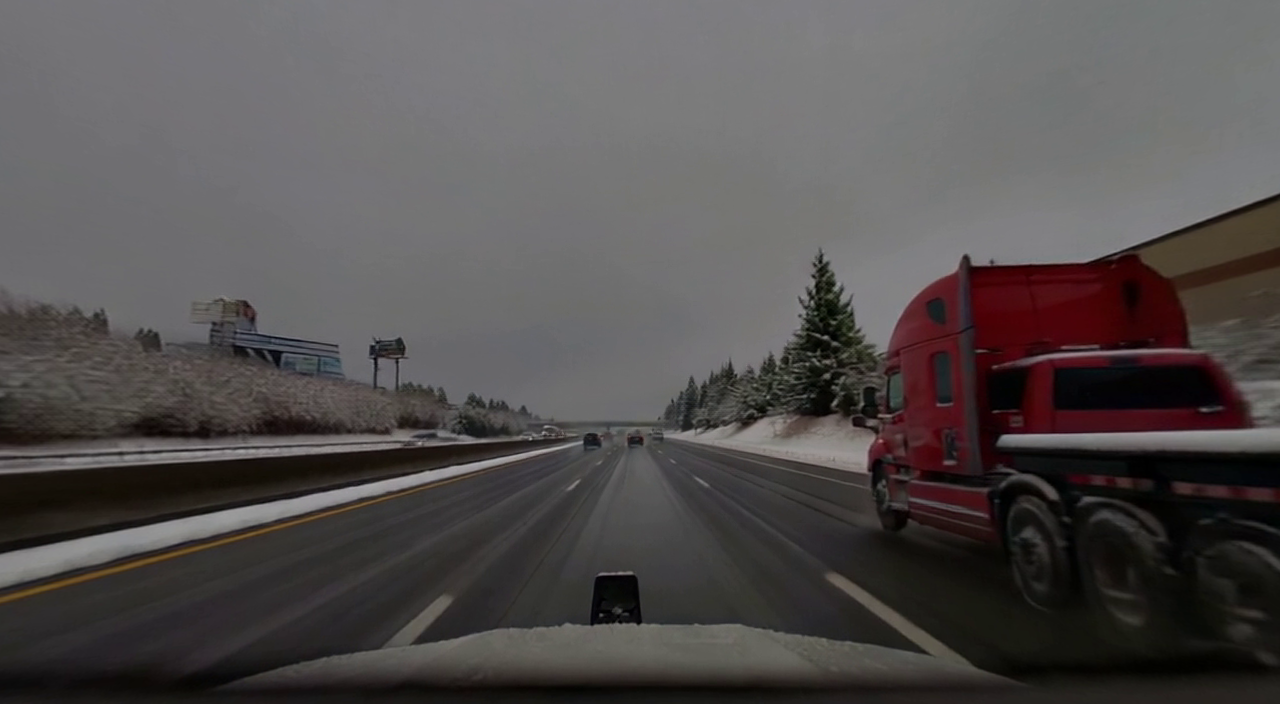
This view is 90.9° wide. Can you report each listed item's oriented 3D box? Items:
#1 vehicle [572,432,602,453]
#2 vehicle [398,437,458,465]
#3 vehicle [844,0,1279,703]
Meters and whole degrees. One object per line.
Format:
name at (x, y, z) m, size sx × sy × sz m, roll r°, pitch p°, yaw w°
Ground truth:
vehicle at (-3.909, 6.709, 46.773) m, size 1.930 × 1.484 × 3.849 m, roll 0°, pitch -8°, yaw -1°
vehicle at (-12.285, 5.737, 36.753) m, size 1.910 × 1.478 × 4.655 m, roll 0°, pitch -8°, yaw 0°
vehicle at (3.761, -0.055, 3.564) m, size 3.027 × 3.796 × 6.035 m, roll 0°, pitch -8°, yaw -1°
